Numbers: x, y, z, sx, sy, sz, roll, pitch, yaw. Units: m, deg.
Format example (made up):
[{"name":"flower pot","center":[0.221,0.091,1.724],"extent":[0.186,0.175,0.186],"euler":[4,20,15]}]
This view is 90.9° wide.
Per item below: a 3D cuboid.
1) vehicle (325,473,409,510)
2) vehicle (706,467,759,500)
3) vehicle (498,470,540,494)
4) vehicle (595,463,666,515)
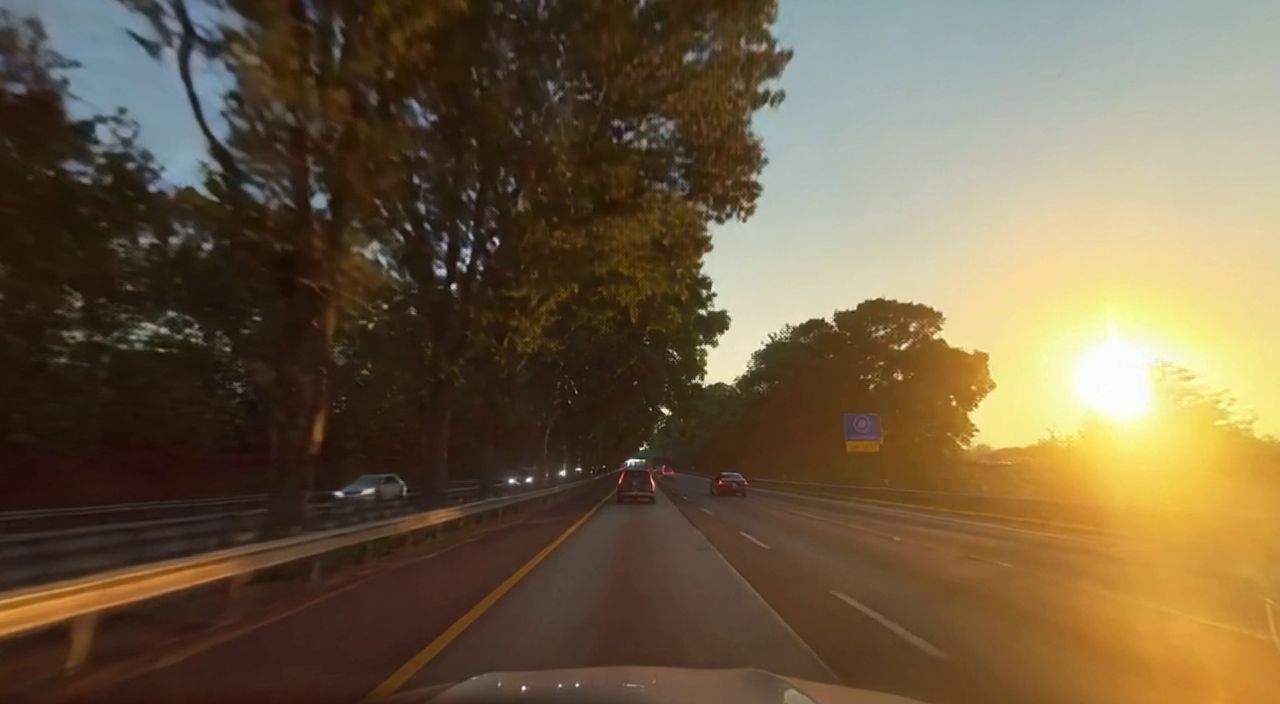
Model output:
[{"name":"vehicle","center":[-12.084,6.195,28.214],"extent":[1.880,1.420,4.212],"euler":[1,-10,0]},{"name":"vehicle","center":[4.547,6.550,31.698],"extent":[1.974,1.476,4.119],"euler":[1,-10,-1]},{"name":"vehicle","center":[-8.092,8.751,42.515],"extent":[1.843,1.448,4.542],"euler":[1,-10,1]},{"name":"vehicle","center":[-0.293,4.340,20.254],"extent":[2.060,1.473,3.726],"euler":[1,-10,0]}]
